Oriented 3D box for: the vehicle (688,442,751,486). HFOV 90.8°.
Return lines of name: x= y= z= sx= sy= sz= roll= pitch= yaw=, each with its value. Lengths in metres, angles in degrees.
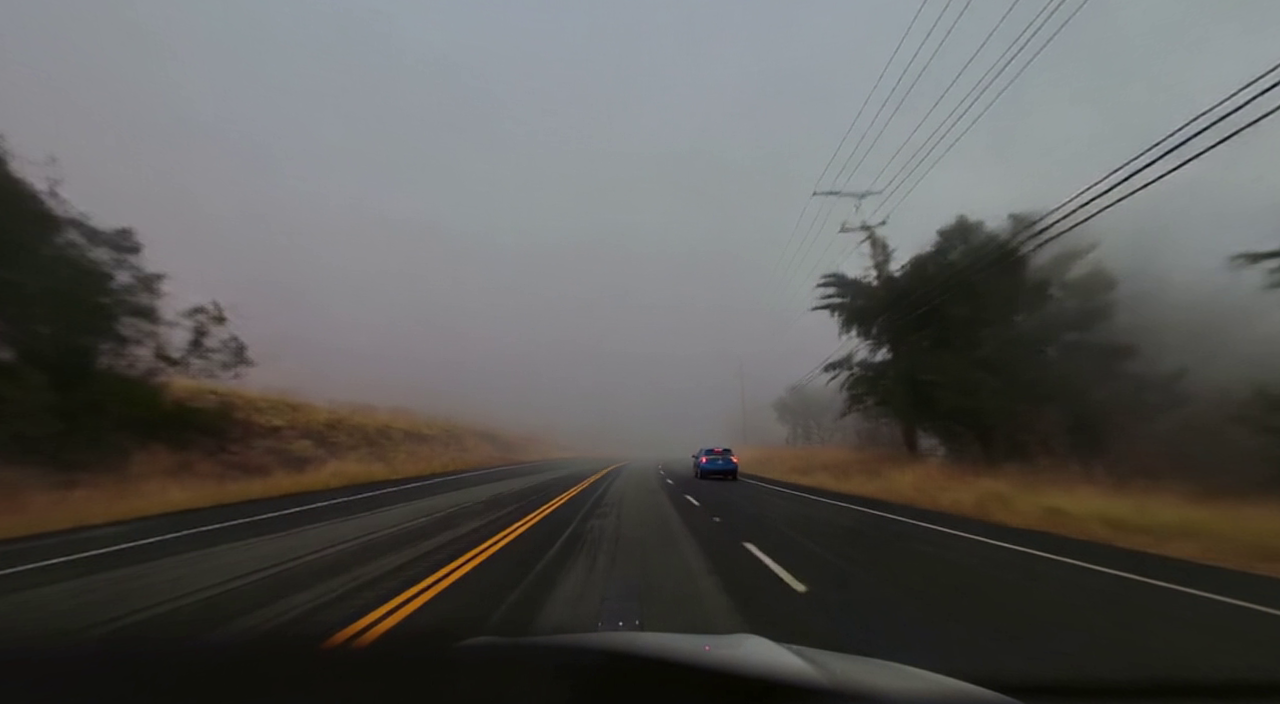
vehicle: x=3.324 y=4.770 z=27.206 sx=2.135 sy=1.692 sz=4.185 roll=0 pitch=-9 yaw=0
